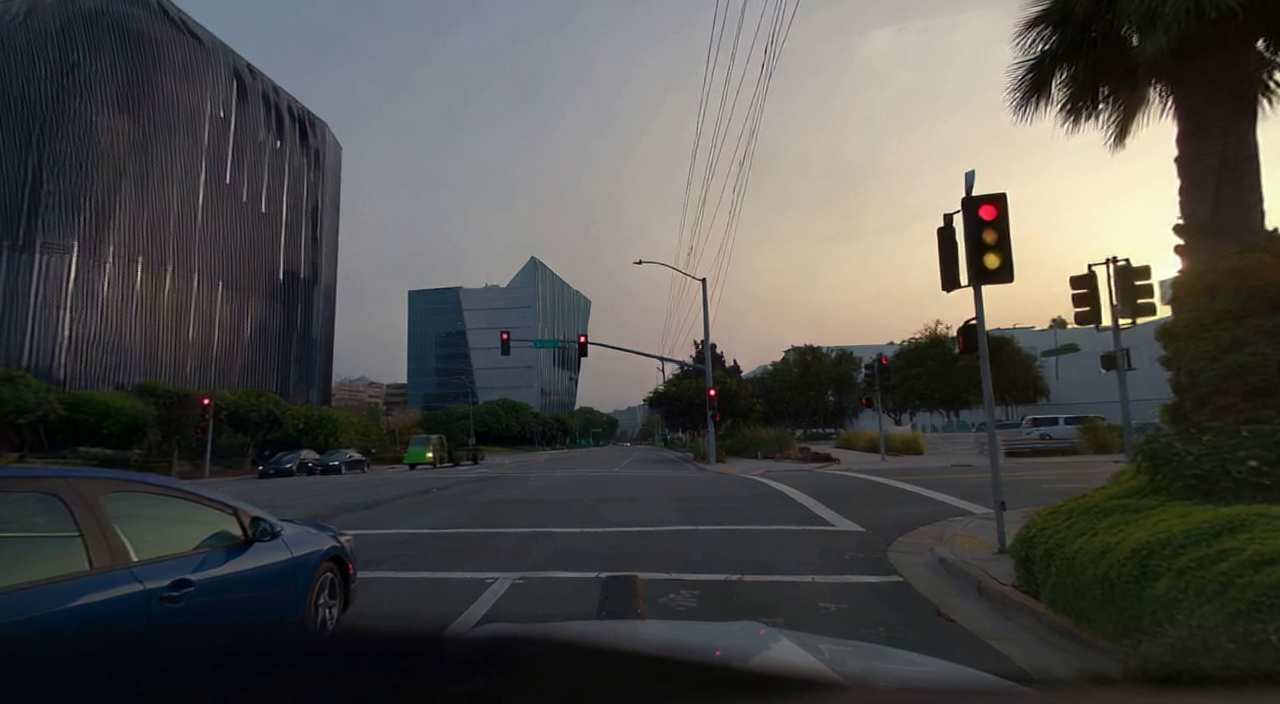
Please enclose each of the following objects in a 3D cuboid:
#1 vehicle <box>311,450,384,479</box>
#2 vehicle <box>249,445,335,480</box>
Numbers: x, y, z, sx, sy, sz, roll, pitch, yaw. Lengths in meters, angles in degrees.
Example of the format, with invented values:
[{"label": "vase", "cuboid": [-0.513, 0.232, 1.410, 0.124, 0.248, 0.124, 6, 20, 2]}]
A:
[{"label": "vehicle", "cuboid": [-15.375, 5.923, 33.298, 1.875, 1.389, 3.784, 0, -9, 3]}, {"label": "vehicle", "cuboid": [-19.100, 6.062, 34.831, 2.017, 1.739, 4.569, 0, -9, 1]}]
